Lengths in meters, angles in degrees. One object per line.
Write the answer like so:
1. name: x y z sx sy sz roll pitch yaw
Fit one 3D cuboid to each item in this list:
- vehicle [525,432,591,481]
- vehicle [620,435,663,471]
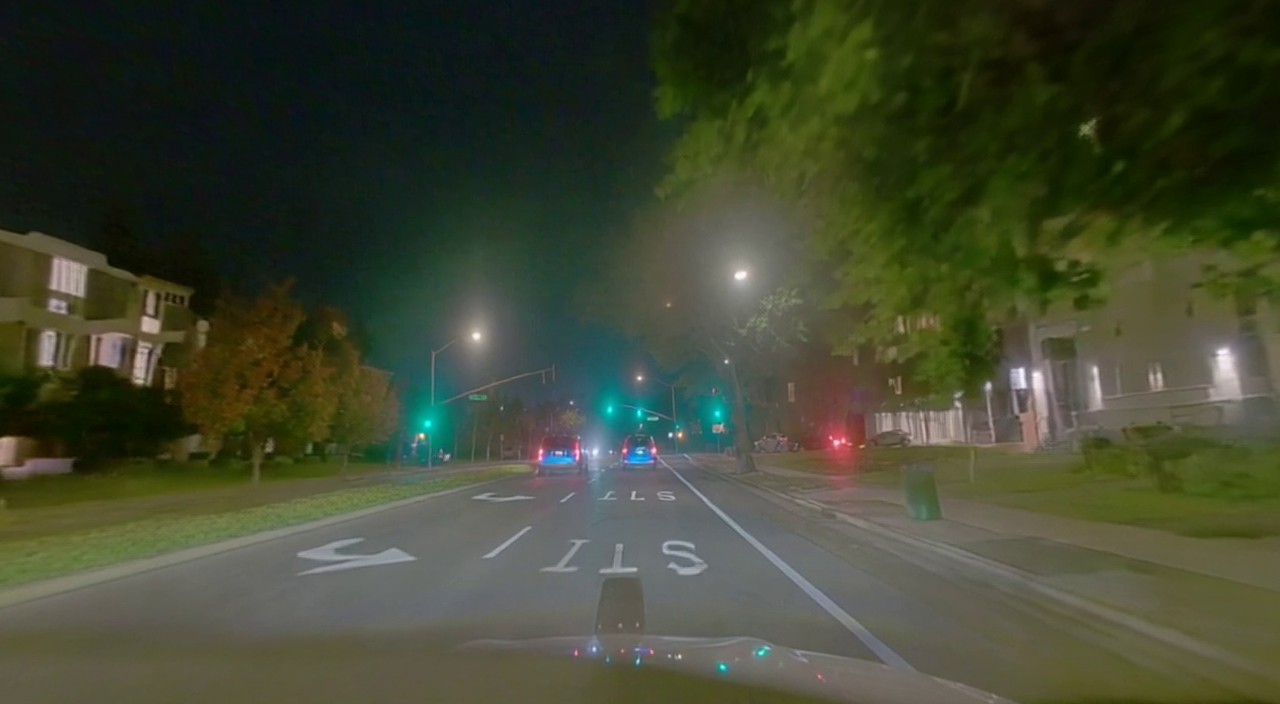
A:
1. vehicle: -3.154 4.128 25.216 2.097 1.755 4.336 0 -8 0
2. vehicle: 0.031 5.232 32.945 2.088 1.735 4.801 0 -8 -1
